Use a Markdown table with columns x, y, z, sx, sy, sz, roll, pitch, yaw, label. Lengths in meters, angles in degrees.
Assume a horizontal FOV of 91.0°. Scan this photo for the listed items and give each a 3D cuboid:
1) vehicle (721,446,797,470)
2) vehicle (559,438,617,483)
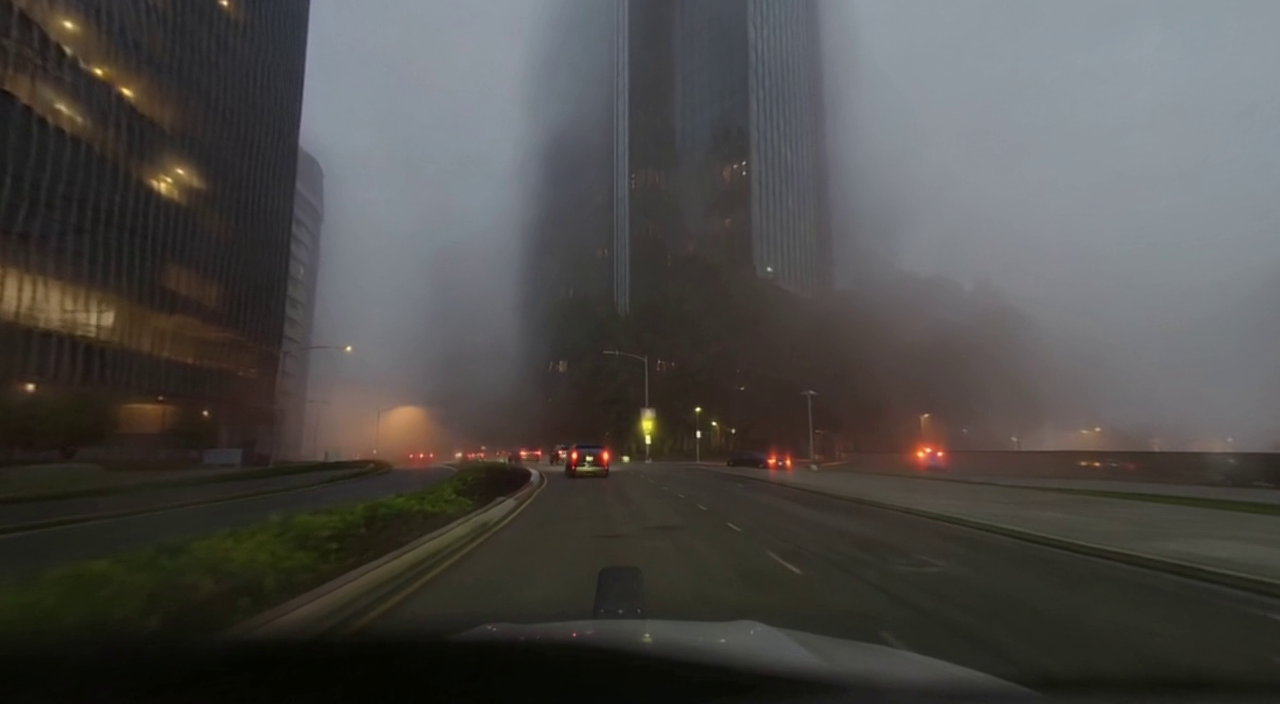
| x | y | z | sx | sy | sz | roll | pitch | yaw | label |
| --- | --- | --- | --- | --- | --- | --- | --- | --- | --- |
| 7.889 | 7.096 | 42.129 | 4.645 | 1.505 | 2.100 | 0 | -9 | 1 | vehicle |
| -2.167 | 4.480 | 26.320 | 2.183 | 1.675 | 4.319 | 1 | -8 | -5 | vehicle |
